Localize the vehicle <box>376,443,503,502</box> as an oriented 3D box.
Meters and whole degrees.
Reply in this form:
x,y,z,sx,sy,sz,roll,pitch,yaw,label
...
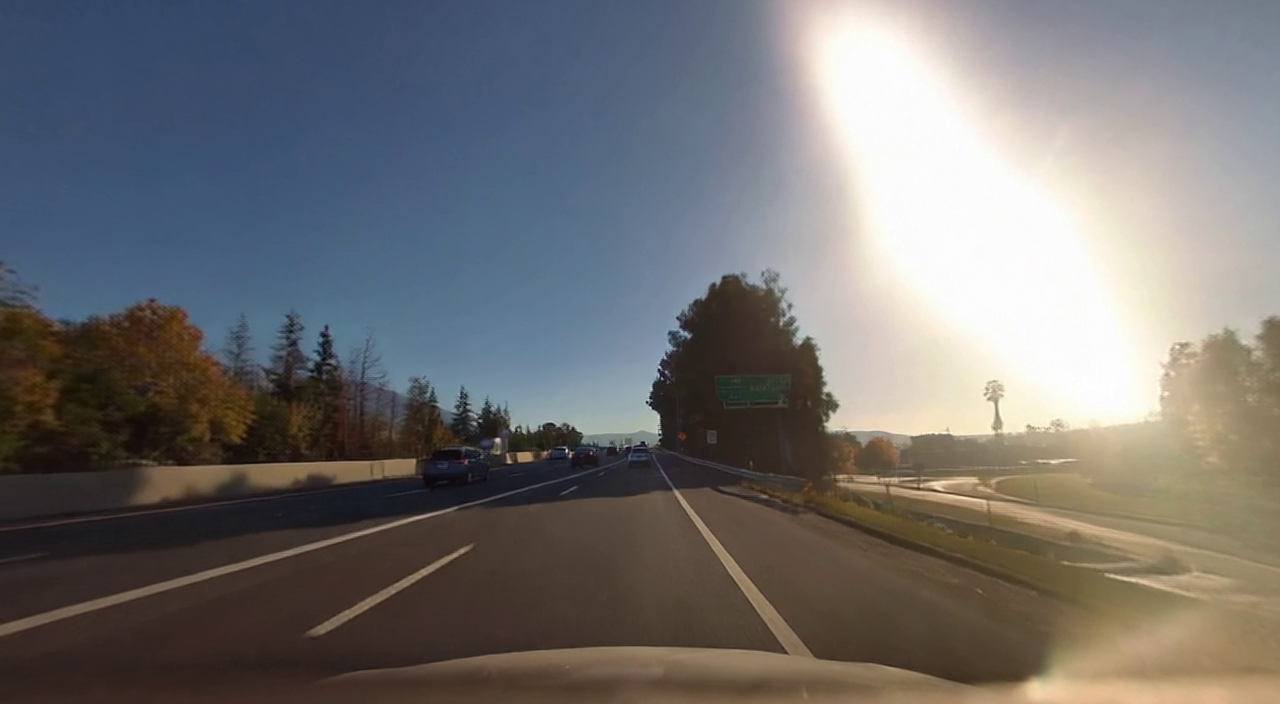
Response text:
x,y,z,sx,sy,sz,roll,pitch,yaw,label
-5.966,3.638,19.549,2.102,1.562,4.884,-1,-9,3,vehicle

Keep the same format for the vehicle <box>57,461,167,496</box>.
x,y,z,sx,sy,sz,roll,pitch,yaw,label
-26.426,6.324,31.849,1.771,1.489,4.222,-1,-9,2,vehicle

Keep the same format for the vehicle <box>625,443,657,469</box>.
x,y,z,sx,sy,sz,roll,pitch,yaw,label
0.143,7.421,45.270,2.179,1.742,4.396,-1,-9,2,vehicle
